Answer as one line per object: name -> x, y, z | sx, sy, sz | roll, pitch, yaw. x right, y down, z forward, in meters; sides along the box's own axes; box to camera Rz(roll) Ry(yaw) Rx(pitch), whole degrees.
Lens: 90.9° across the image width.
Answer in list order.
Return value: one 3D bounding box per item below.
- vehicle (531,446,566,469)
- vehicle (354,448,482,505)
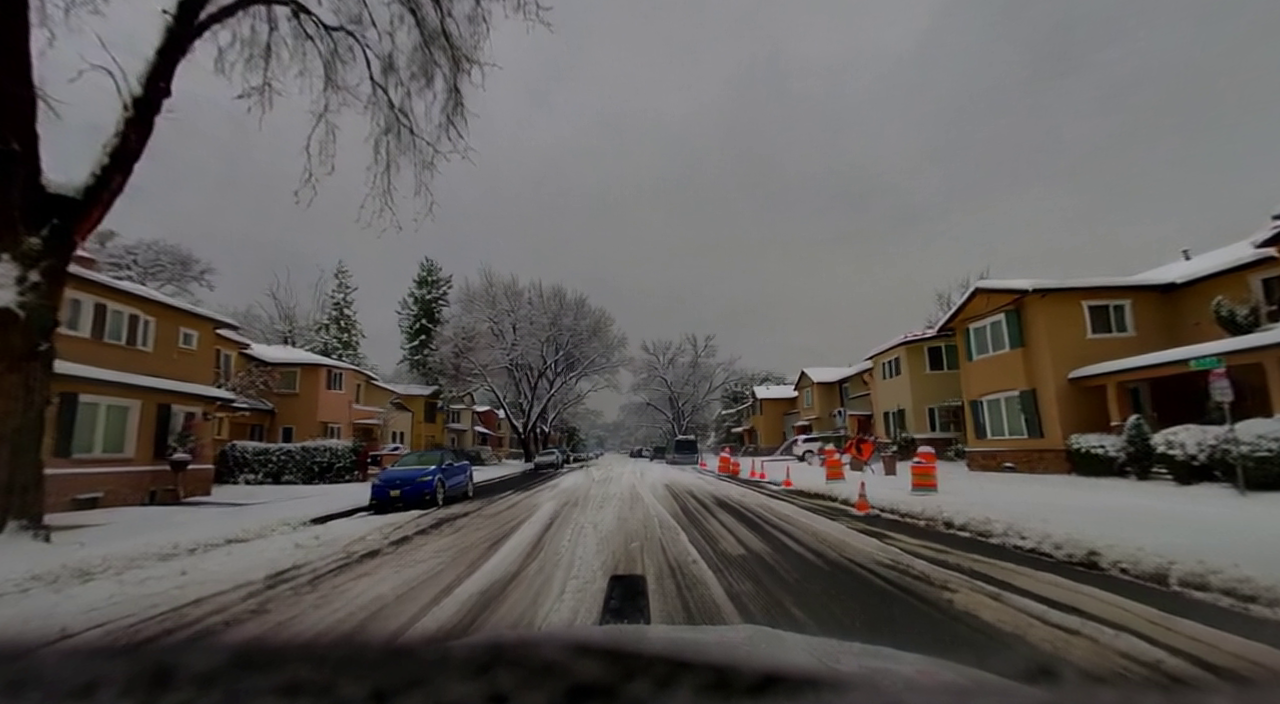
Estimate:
vehicle -> -6.704, 7.770, 46.541 | 1.957, 1.608, 4.476 | 0, -9, -1
vehicle -> -6.526, 3.686, 19.184 | 2.137, 1.481, 4.503 | 0, -9, 2
